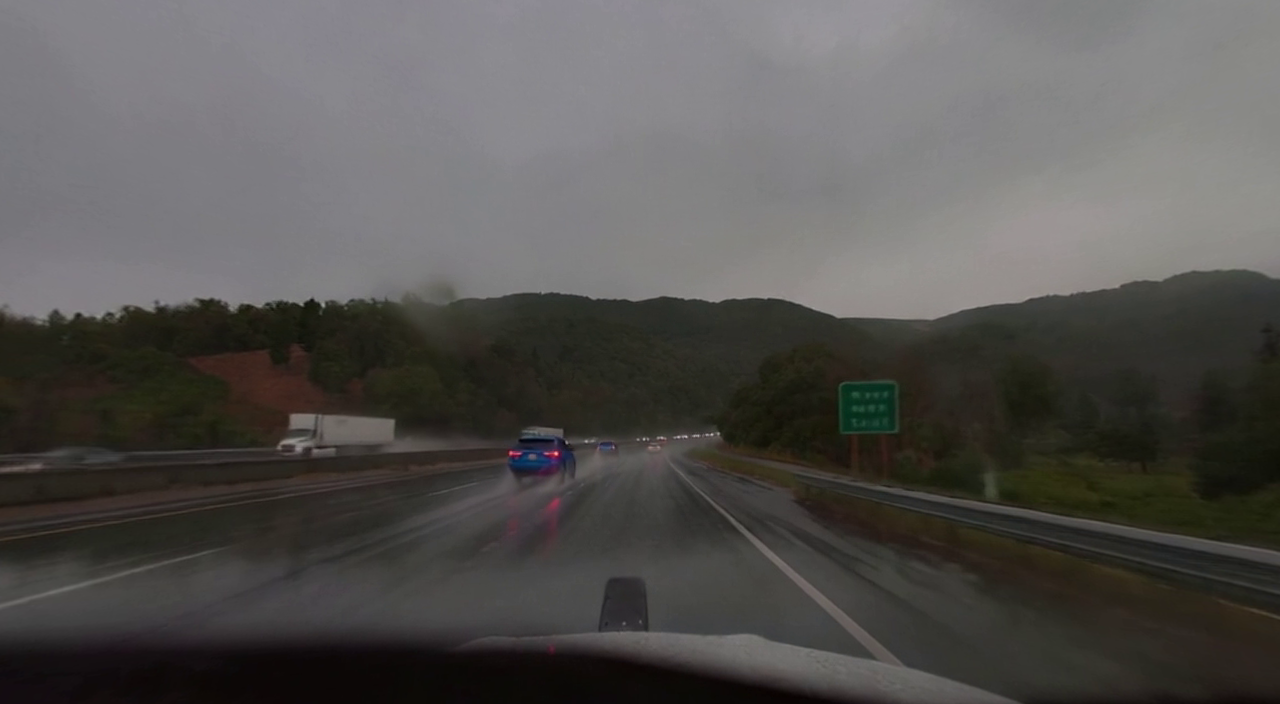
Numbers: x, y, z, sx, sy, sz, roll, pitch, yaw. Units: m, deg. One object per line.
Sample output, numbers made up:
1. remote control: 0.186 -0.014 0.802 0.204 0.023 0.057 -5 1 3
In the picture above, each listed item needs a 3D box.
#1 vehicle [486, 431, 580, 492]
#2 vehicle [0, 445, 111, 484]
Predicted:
1. vehicle: -3.278 3.476 20.321 2.138 1.718 4.415 0 -8 1
2. vehicle: -24.584 4.556 25.880 1.947 1.470 4.344 0 -8 1
